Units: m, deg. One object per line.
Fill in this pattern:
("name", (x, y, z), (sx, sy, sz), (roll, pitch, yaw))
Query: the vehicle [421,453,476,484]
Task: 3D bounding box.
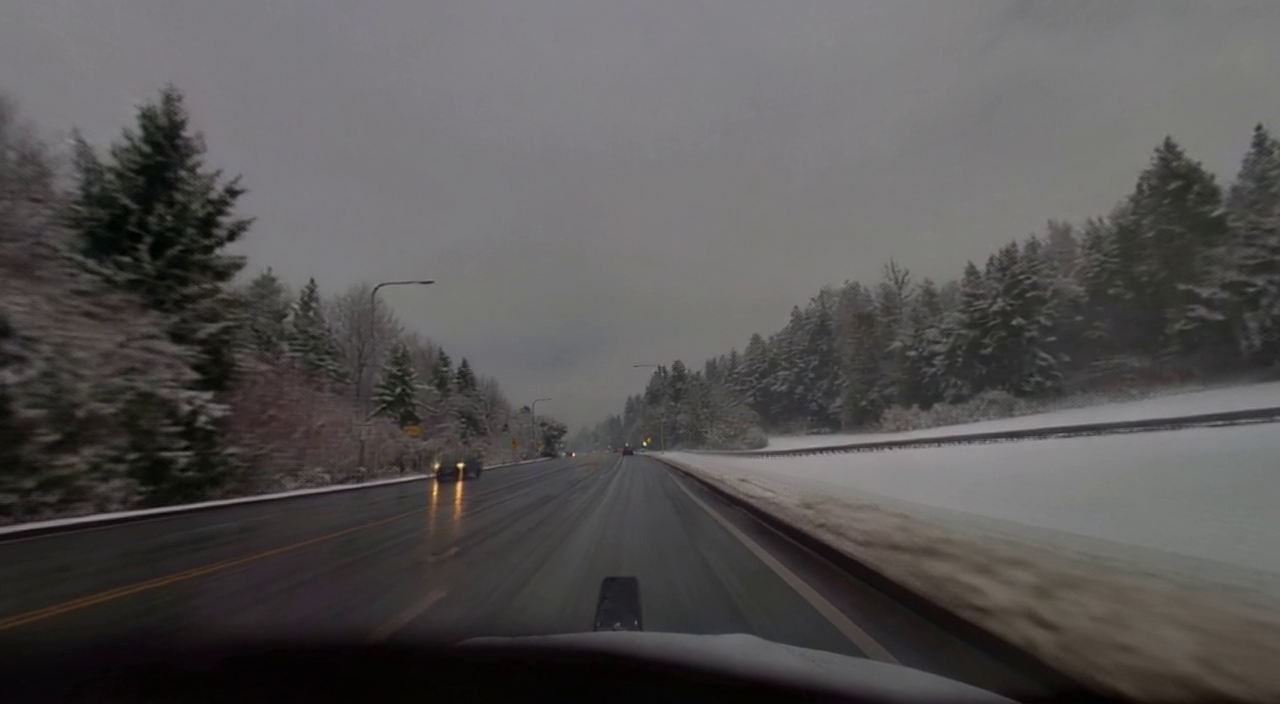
("vehicle", (-10.091, 6.160, 33.441), (1.766, 1.473, 3.795), (-1, -9, -1))
